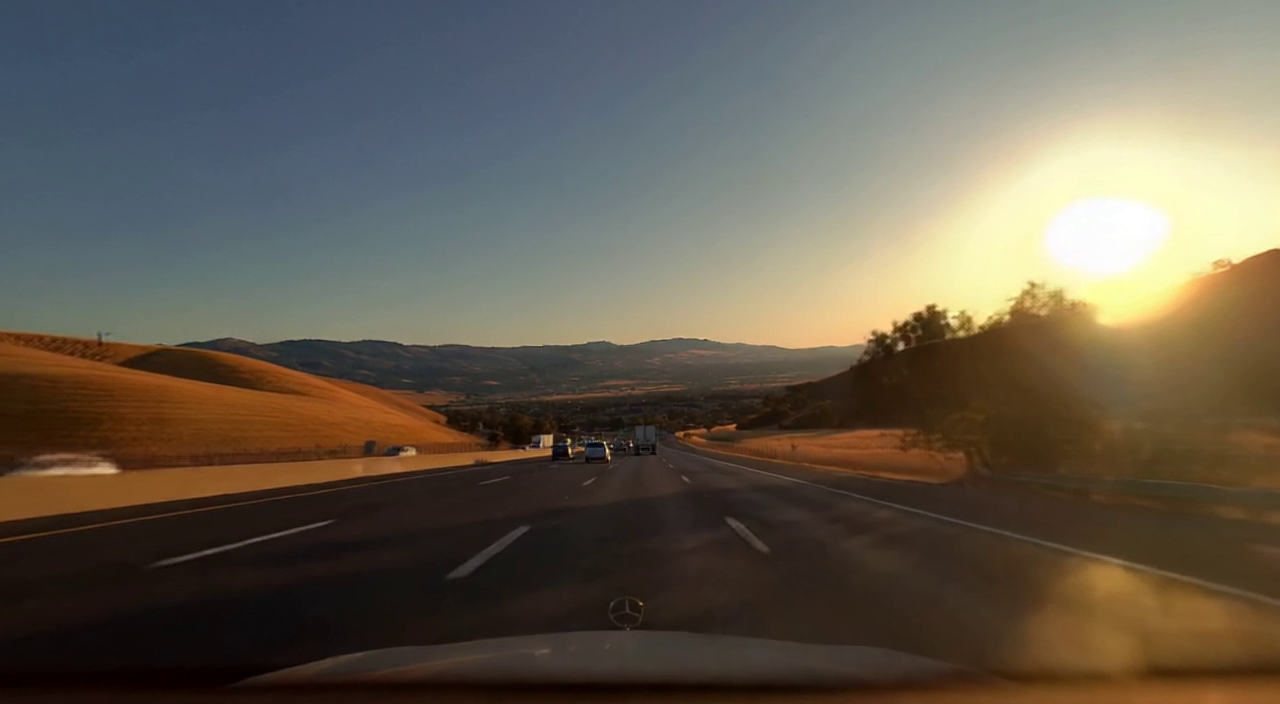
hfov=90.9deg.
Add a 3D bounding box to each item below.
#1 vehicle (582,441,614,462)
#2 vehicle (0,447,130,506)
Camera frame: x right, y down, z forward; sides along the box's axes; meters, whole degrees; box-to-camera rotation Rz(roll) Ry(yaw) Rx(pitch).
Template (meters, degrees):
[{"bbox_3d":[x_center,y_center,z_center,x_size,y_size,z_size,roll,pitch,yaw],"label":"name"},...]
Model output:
[{"bbox_3d":[-3.197,7.677,48.803,2.042,1.532,4.396,0,-8,1],"label":"vehicle"},{"bbox_3d":[-20.810,3.374,16.349,2.806,1.757,15.088,0,-8,0],"label":"vehicle"}]
